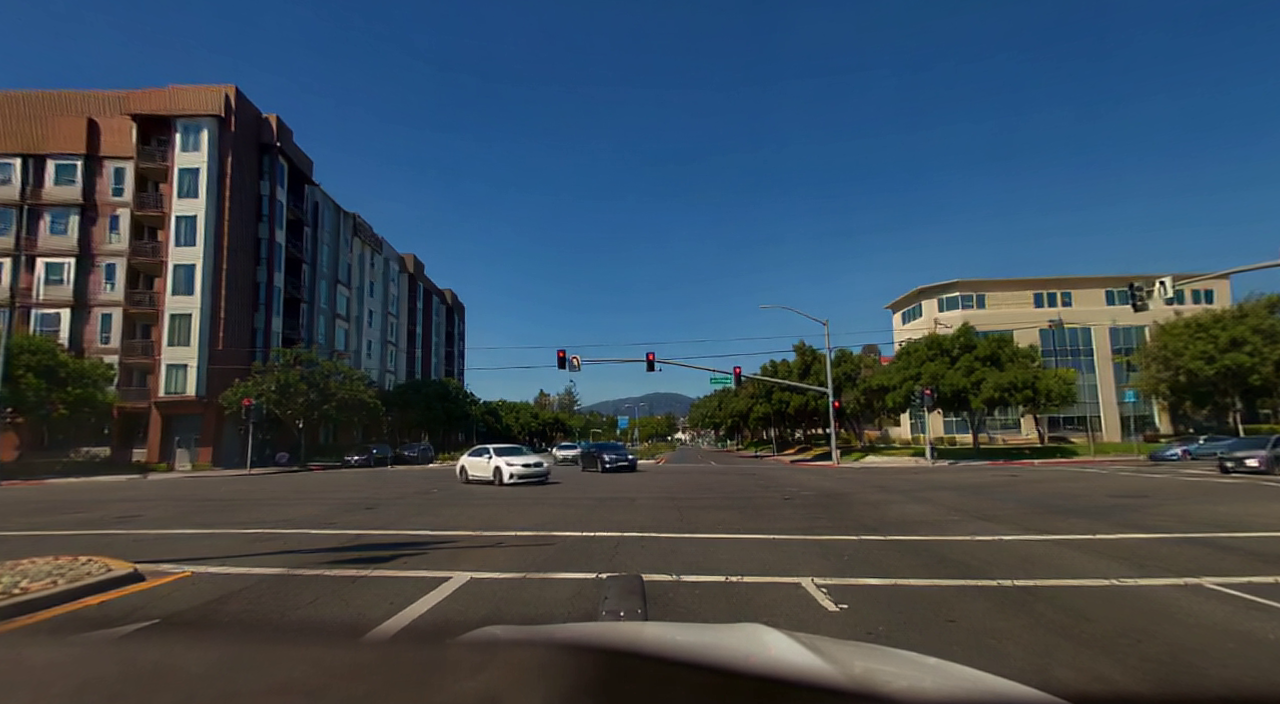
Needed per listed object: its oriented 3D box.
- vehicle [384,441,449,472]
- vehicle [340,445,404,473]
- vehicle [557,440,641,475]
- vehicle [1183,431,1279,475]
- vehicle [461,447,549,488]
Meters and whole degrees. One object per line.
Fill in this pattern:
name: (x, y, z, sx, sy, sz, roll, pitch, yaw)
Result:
vehicle: (-15.136, 7.121, 43.243, 2.340, 1.946, 5.450, -1, -9, 1)
vehicle: (-18.558, 7.408, 44.080, 2.237, 1.842, 5.116, 0, -9, 0)
vehicle: (-1.998, 4.852, 29.171, 2.109, 1.461, 4.637, 4, -10, -28)
vehicle: (22.324, 3.559, 22.367, 4.474, 1.477, 1.908, 0, -9, -3)
vehicle: (-4.911, 4.082, 22.611, 1.910, 1.288, 4.093, 5, -10, -29)
